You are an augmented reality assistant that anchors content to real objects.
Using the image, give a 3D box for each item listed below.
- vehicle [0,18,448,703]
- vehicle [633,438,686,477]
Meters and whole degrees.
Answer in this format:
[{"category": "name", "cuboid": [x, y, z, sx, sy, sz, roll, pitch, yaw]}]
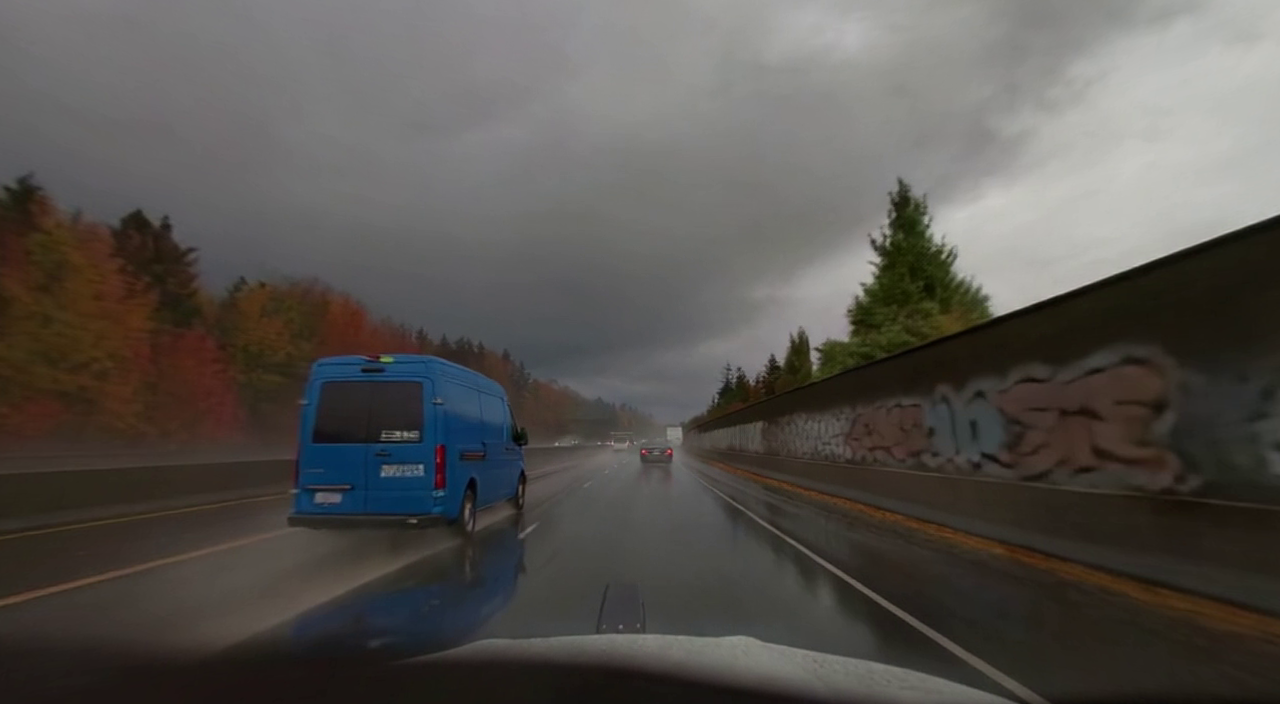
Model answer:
[{"category": "vehicle", "cuboid": [-3.421, 0.444, 4.731, 2.334, 2.769, 5.087, 0, -8, -1]}, {"category": "vehicle", "cuboid": [0.783, 4.356, 26.323, 2.071, 1.487, 3.948, 0, -8, 1]}]
